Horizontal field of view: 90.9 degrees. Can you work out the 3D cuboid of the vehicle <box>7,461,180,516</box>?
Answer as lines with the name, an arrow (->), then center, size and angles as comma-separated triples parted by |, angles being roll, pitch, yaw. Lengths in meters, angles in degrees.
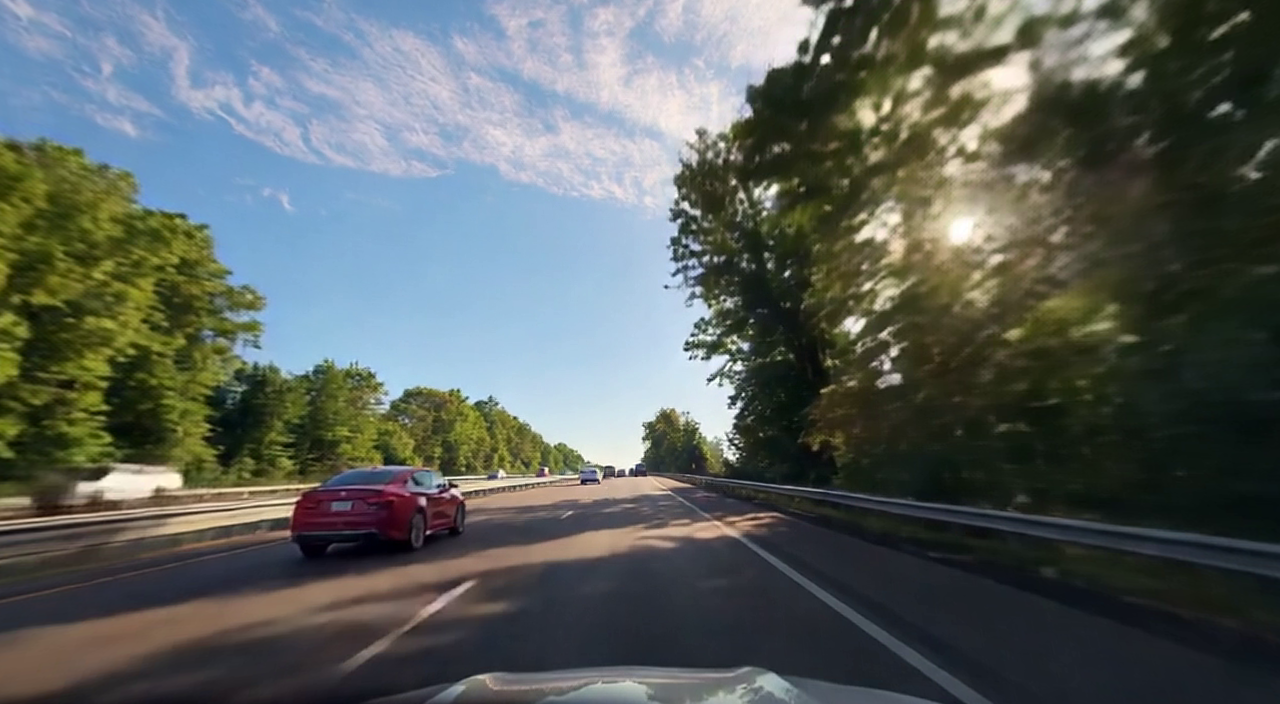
vehicle -> -17.058, 4.266, 19.974 | 1.862, 1.517, 3.936 | 1, -11, 0

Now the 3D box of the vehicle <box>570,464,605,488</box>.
vehicle -> -3.555, 8.590, 43.752 | 2.006, 1.516, 4.820 | 1, -11, 0

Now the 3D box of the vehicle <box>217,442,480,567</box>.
vehicle -> -4.268, 2.359, 10.313 | 2.040, 1.525, 4.603 | 1, -11, 1
